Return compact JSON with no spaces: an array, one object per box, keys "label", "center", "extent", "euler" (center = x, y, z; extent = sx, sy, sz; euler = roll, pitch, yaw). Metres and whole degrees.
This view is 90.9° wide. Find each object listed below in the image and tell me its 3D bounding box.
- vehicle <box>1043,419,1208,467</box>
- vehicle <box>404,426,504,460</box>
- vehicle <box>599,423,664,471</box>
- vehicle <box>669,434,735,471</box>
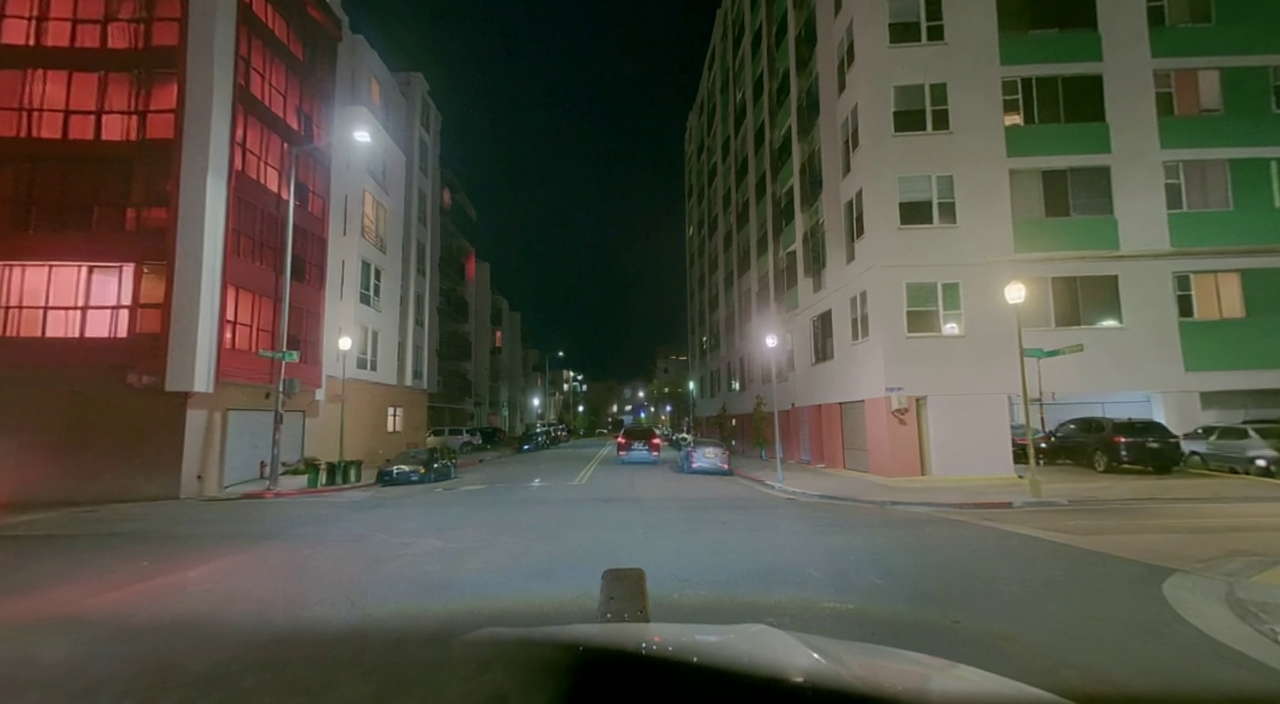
[{"label":"vehicle","center":[15.389,2.920,20.138],"extent":[3.752,1.453,1.709],"euler":[0,-9,2]},{"label":"vehicle","center":[-11.439,5.596,38.868],"extent":[5.540,1.950,2.113],"euler":[4,-12,-28]},{"label":"vehicle","center":[-0.477,4.048,26.958],"extent":[2.412,1.834,4.636],"euler":[1,-9,-5]},{"label":"vehicle","center":[2.541,4.298,27.056],"extent":[2.290,1.456,4.503],"euler":[0,-8,-1]}]
